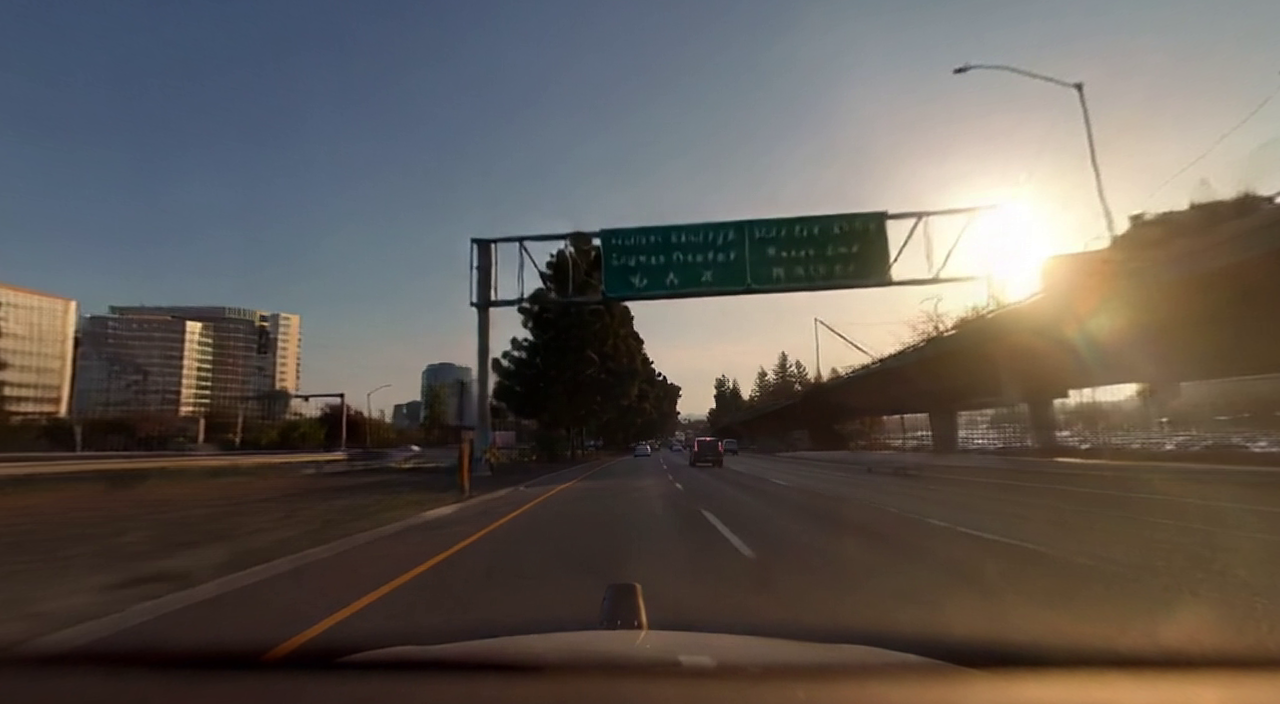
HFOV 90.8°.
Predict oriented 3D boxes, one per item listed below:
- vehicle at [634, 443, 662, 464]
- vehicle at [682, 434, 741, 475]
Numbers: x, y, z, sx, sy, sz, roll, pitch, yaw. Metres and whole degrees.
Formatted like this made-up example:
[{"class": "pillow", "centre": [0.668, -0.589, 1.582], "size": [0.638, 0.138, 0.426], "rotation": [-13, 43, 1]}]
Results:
[{"class": "vehicle", "centre": [0.597, 7.541, 47.066], "size": [2.046, 1.475, 3.784], "rotation": [0, -8, 1]}, {"class": "vehicle", "centre": [3.354, 4.930, 30.616], "size": [2.226, 1.779, 4.835], "rotation": [0, -9, -1]}]
